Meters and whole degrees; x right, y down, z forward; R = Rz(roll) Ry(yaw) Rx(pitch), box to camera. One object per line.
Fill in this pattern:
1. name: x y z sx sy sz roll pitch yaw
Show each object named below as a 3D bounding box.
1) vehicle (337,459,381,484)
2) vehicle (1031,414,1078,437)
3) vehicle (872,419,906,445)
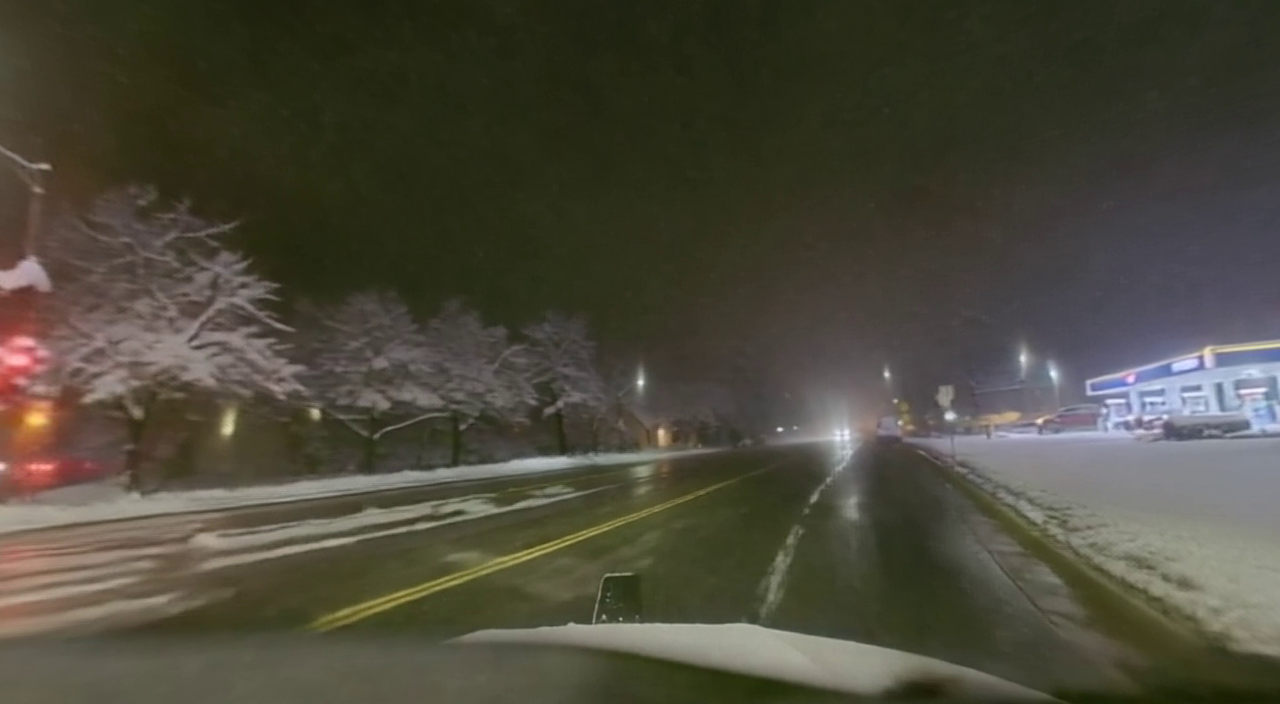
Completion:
1. vehicle: -18.882 7.950 42.357 1.837 1.460 4.672 4 -9 -34
2. vehicle: 28.764 5.167 43.954 1.919 1.411 4.440 -4 -9 23
3. vehicle: 19.144 6.194 48.495 2.194 1.896 5.049 -4 -9 22
